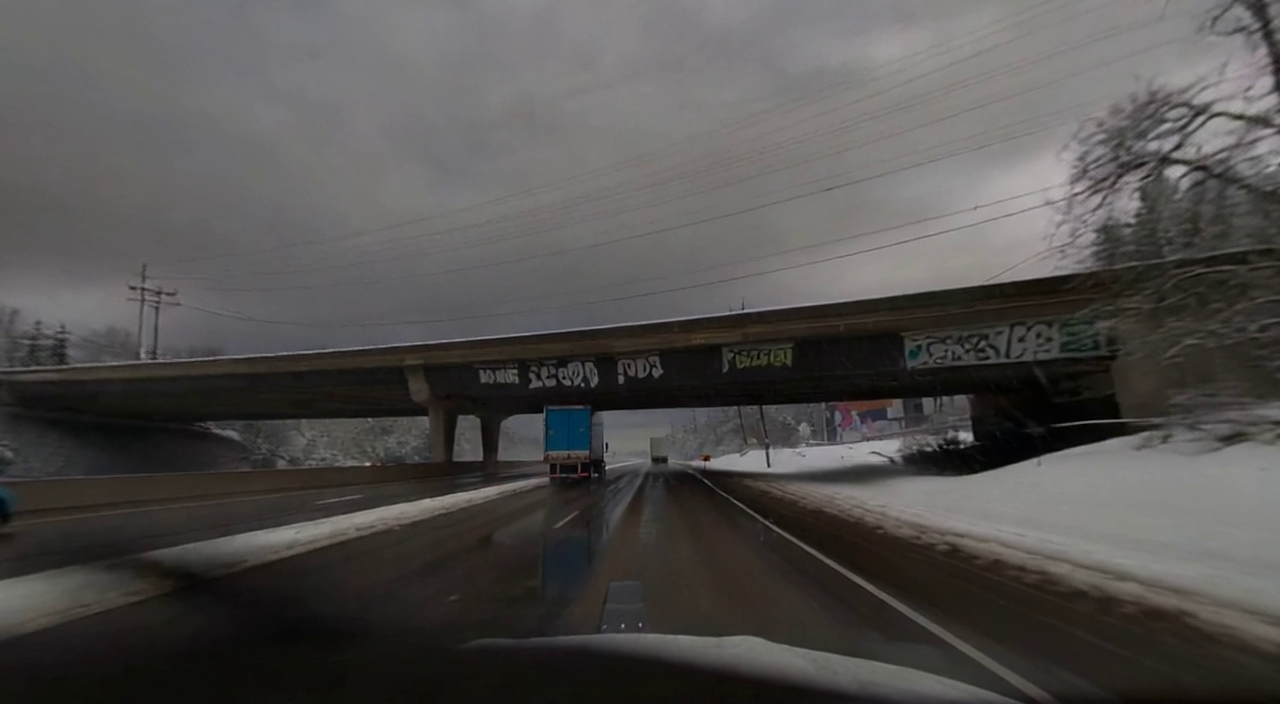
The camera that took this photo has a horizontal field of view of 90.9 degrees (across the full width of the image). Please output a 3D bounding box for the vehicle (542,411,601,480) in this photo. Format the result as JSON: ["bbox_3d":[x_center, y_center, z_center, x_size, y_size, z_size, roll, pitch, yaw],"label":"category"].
[{"bbox_3d":[-4.361,6.241,41.960,2.955,4.022,8.842,0,-9,0],"label":"vehicle"}]
